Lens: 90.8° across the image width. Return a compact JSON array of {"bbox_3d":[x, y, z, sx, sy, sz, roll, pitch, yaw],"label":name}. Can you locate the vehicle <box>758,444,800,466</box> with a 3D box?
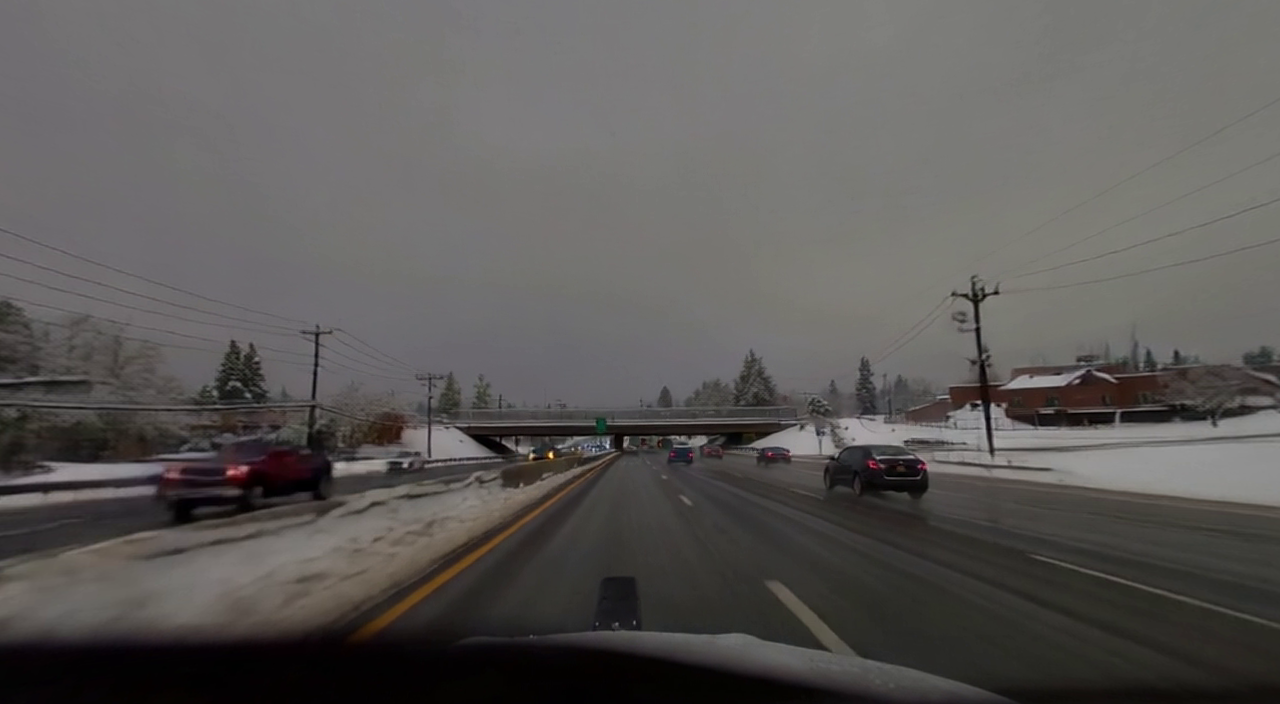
[{"bbox_3d":[9.521,7.096,43.648,1.838,1.440,4.121,0,-8,-1],"label":"vehicle"}]

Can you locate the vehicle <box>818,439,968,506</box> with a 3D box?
[{"bbox_3d":[6.355,3.046,16.561,1.952,1.489,4.483,0,-8,-2],"label":"vehicle"}]

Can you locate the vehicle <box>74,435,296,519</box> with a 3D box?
[{"bbox_3d":[-10.177,2.784,14.654,1.974,1.641,4.245,0,-8,0],"label":"vehicle"}]

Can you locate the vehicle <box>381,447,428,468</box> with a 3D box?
[{"bbox_3d":[-17.171,7.692,46.257,1.776,1.473,4.494,0,-9,-1],"label":"vehicle"}]

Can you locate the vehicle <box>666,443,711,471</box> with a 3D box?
[{"bbox_3d":[2.670,5.903,35.778,1.993,1.507,4.594,0,-8,-2],"label":"vehicle"}]

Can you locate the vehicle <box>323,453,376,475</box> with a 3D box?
[{"bbox_3d":[-21.262,8.167,46.430,1.850,1.456,4.403,0,-8,-1],"label":"vehicle"}]
